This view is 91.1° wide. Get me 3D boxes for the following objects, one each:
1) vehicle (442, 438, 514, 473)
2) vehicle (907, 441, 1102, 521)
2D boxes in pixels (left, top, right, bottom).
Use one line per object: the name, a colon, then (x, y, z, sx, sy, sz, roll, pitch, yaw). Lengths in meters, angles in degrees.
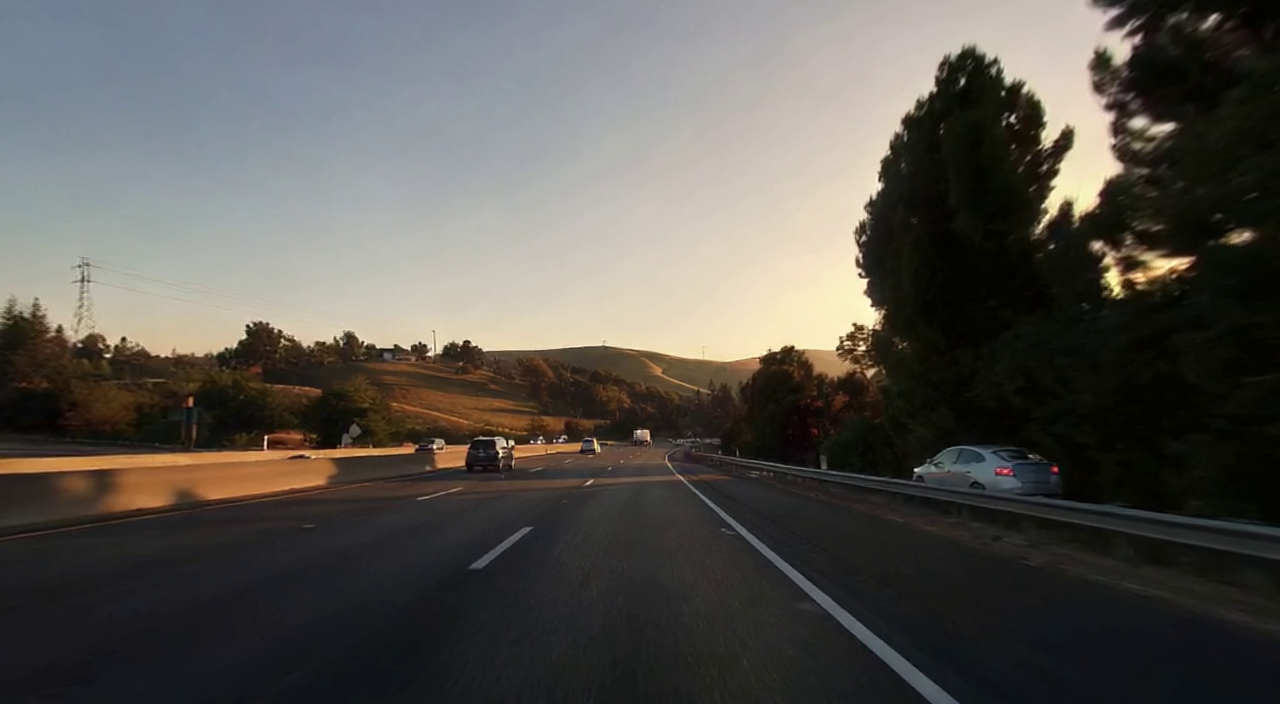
vehicle: (-7.388, 4.770, 29.115, 2.010, 1.489, 4.456, 0, -8, 3)
vehicle: (10.265, 3.620, 18.444, 2.325, 1.972, 5.577, 0, -8, -1)
